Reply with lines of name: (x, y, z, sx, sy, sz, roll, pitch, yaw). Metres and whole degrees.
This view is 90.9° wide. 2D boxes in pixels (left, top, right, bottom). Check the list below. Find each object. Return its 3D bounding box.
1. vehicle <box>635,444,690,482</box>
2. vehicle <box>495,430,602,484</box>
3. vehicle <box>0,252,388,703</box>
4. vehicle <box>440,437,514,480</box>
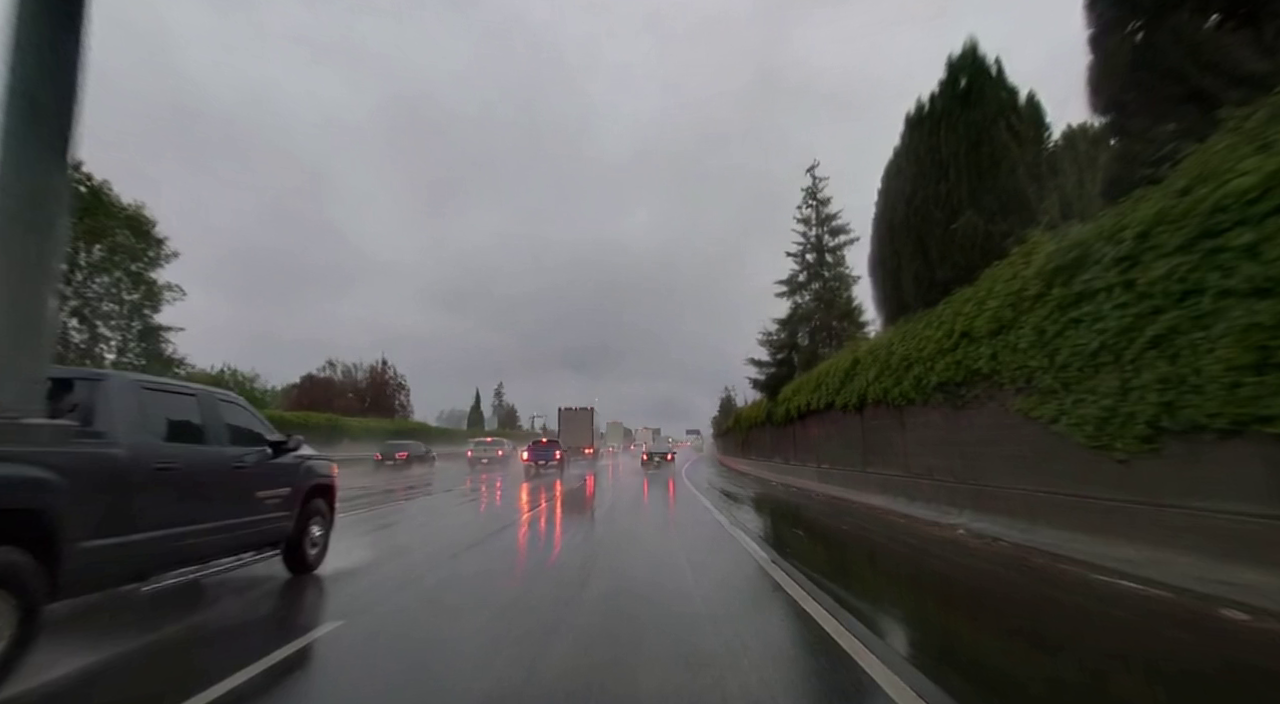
vehicle: (0.973, 4.665, 26.884, 2.176, 1.493, 3.955, 0, -8, 2)
vehicle: (-3.797, 4.951, 30.626, 3.050, 1.964, 15.030, 0, -8, 0)
vehicle: (-4.007, 0.762, 3.144, 2.724, 2.170, 6.508, 0, -8, 1)
vehicle: (-7.262, 4.800, 28.616, 2.039, 1.769, 4.552, 0, -8, 2)
